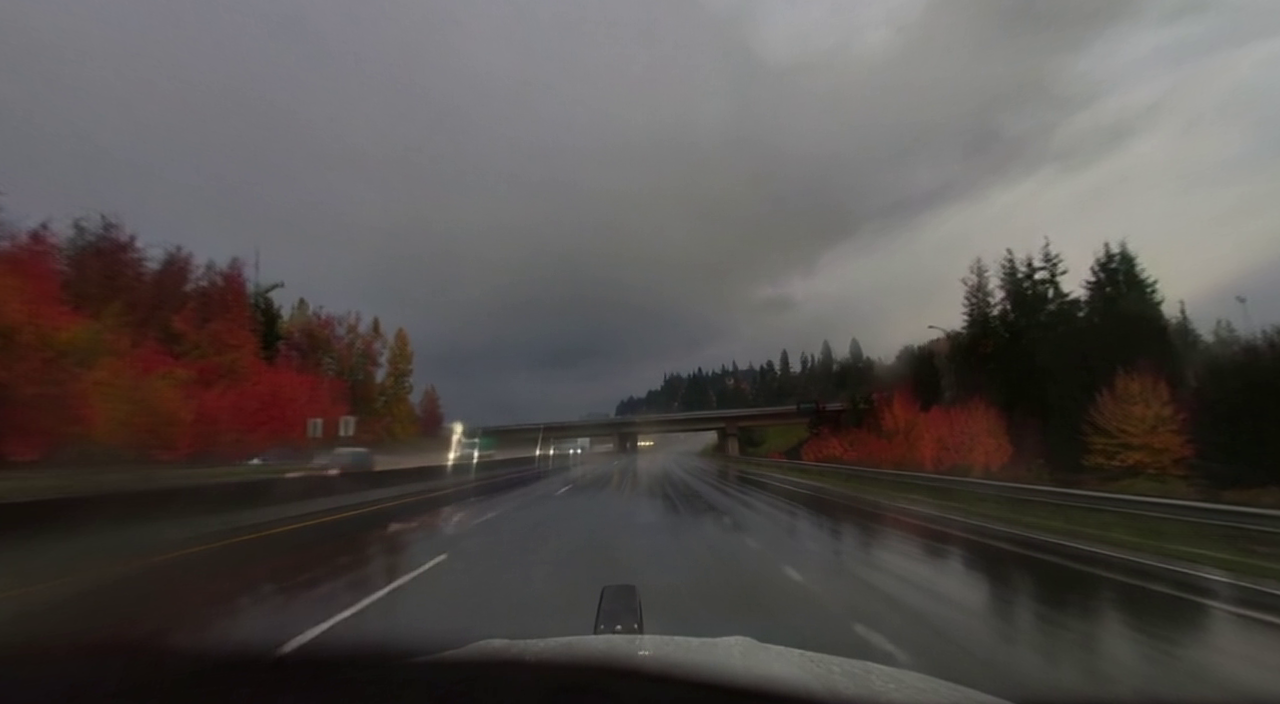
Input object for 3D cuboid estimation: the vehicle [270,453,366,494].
[{"bbox_3d":[-13.008,4.913,25.598,1.816,1.465,3.865,-1,-9,0],"label":"vehicle"}]
